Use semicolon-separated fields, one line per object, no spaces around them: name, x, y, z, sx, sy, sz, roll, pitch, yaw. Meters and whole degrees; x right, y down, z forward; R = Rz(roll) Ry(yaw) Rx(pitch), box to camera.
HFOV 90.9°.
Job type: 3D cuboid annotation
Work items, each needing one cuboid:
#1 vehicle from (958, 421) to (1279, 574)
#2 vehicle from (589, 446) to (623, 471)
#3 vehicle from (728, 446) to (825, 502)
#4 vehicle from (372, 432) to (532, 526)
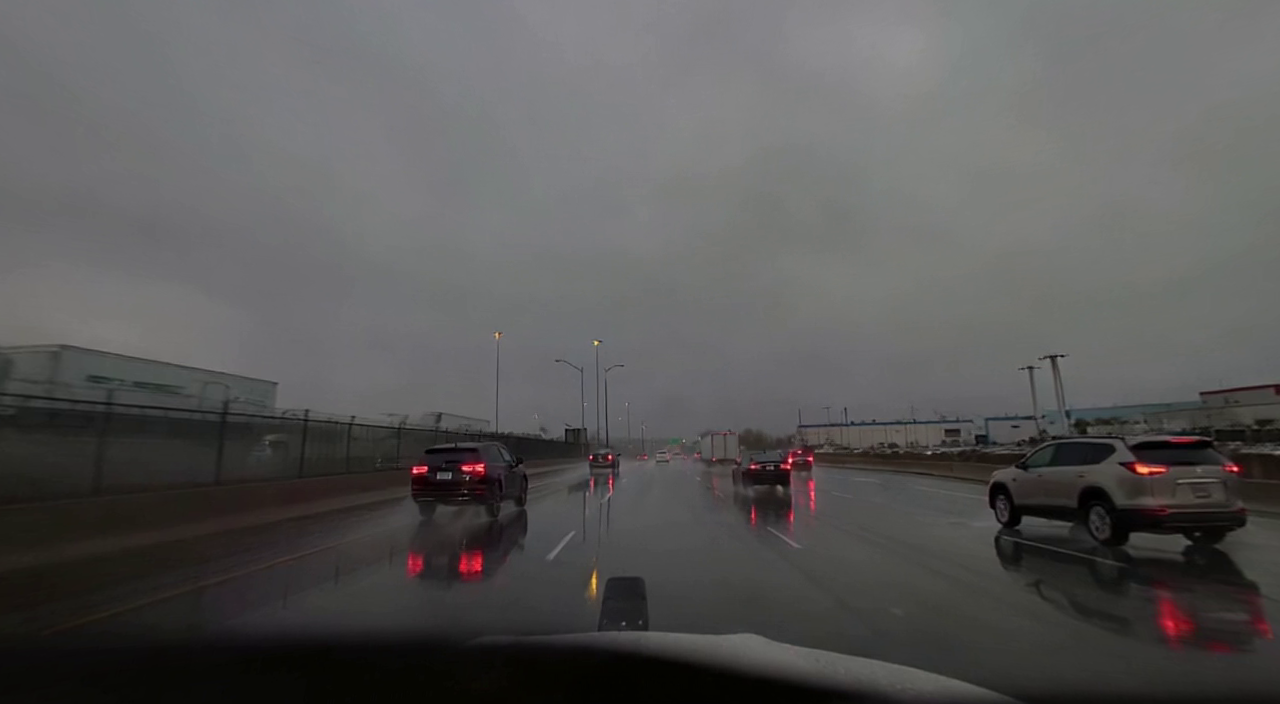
vehicle;7.386;2.050;9.886;2.145;1.743;5.058;0;-8;0
vehicle;-2.530;7.951;47.504;2.108;1.748;4.514;-1;-8;3
vehicle;3.927;3.564;18.917;1.942;1.453;4.329;0;-8;0
vehicle;-3.766;2.608;13.533;2.036;1.669;4.112;-1;-8;2
